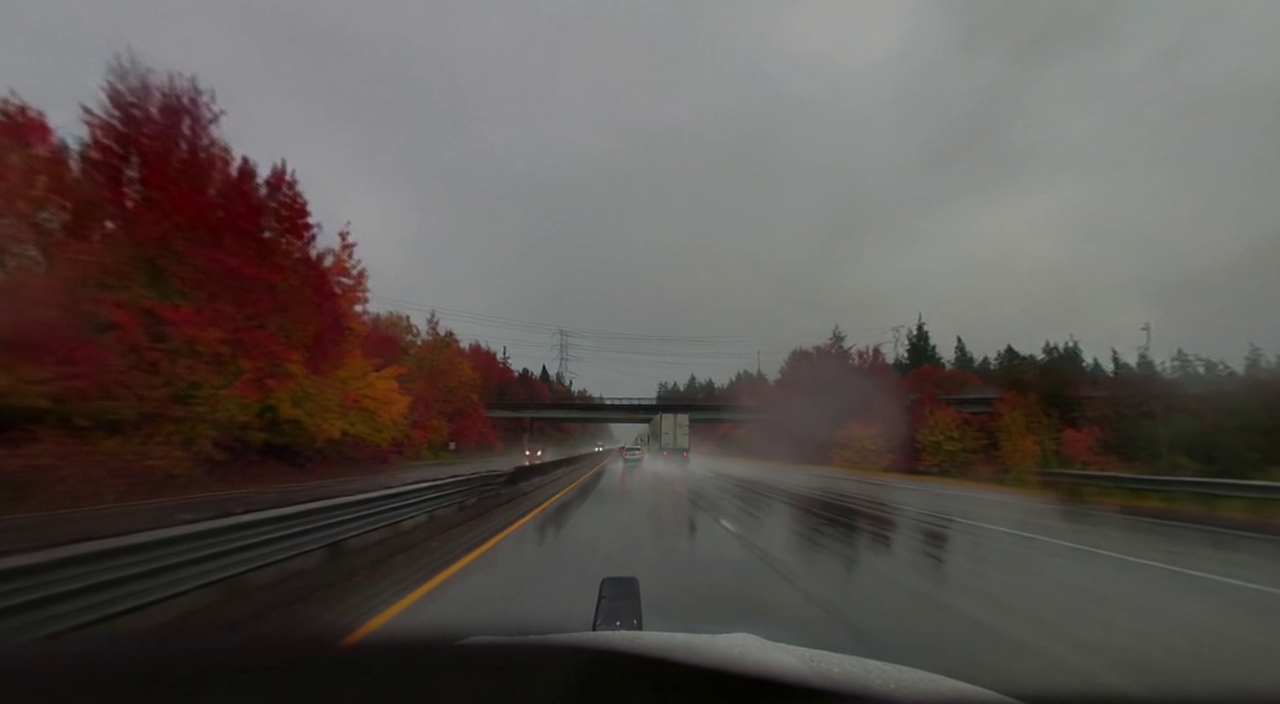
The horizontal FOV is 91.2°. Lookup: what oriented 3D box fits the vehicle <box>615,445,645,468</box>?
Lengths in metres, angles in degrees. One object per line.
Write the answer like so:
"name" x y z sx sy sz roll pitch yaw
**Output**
"vehicle" -0.726 7.246 43.503 1.961 1.454 3.755 0 -9 -2
